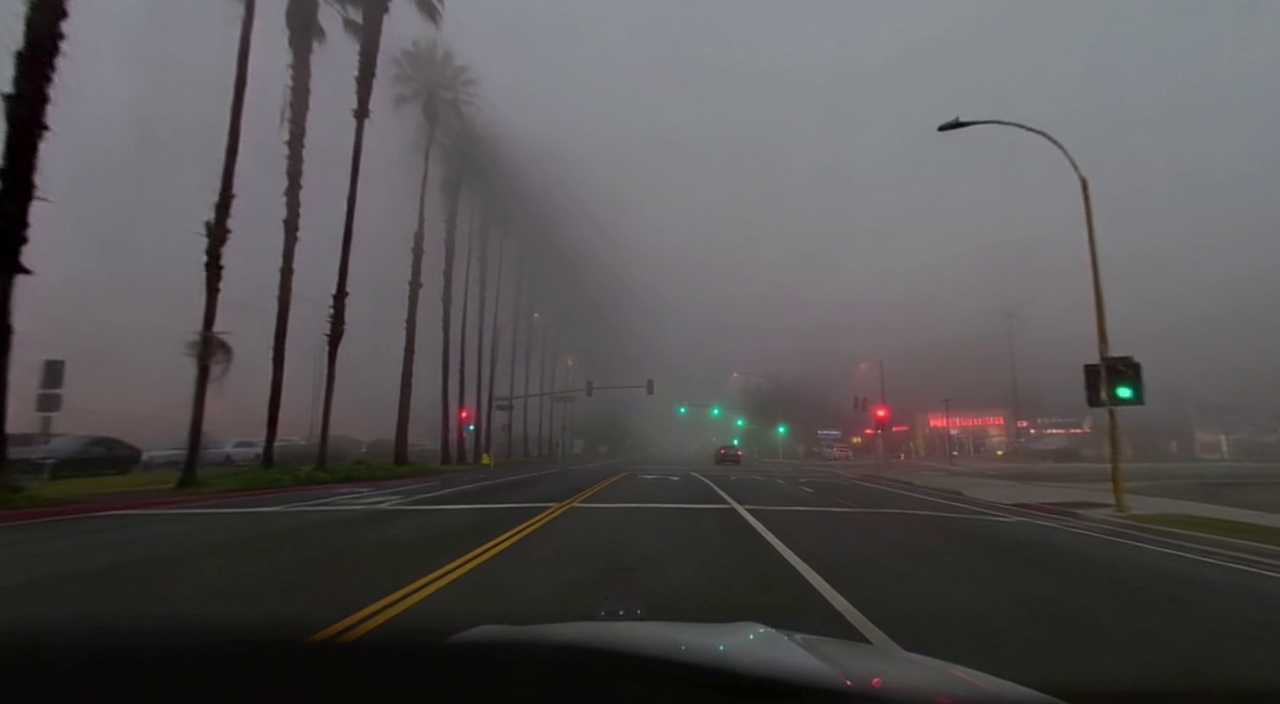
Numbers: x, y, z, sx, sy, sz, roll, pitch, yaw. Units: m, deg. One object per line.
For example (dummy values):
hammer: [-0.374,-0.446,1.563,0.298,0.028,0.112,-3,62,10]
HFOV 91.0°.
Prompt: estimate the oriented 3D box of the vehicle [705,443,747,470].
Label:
vehicle: [5.100,6.226,37.828,2.065,1.507,4.225,0,-9,1]

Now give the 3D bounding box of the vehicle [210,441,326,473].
vehicle: [-17.582,4.987,29.918,4.277,1.453,1.913,0,-9,1]
